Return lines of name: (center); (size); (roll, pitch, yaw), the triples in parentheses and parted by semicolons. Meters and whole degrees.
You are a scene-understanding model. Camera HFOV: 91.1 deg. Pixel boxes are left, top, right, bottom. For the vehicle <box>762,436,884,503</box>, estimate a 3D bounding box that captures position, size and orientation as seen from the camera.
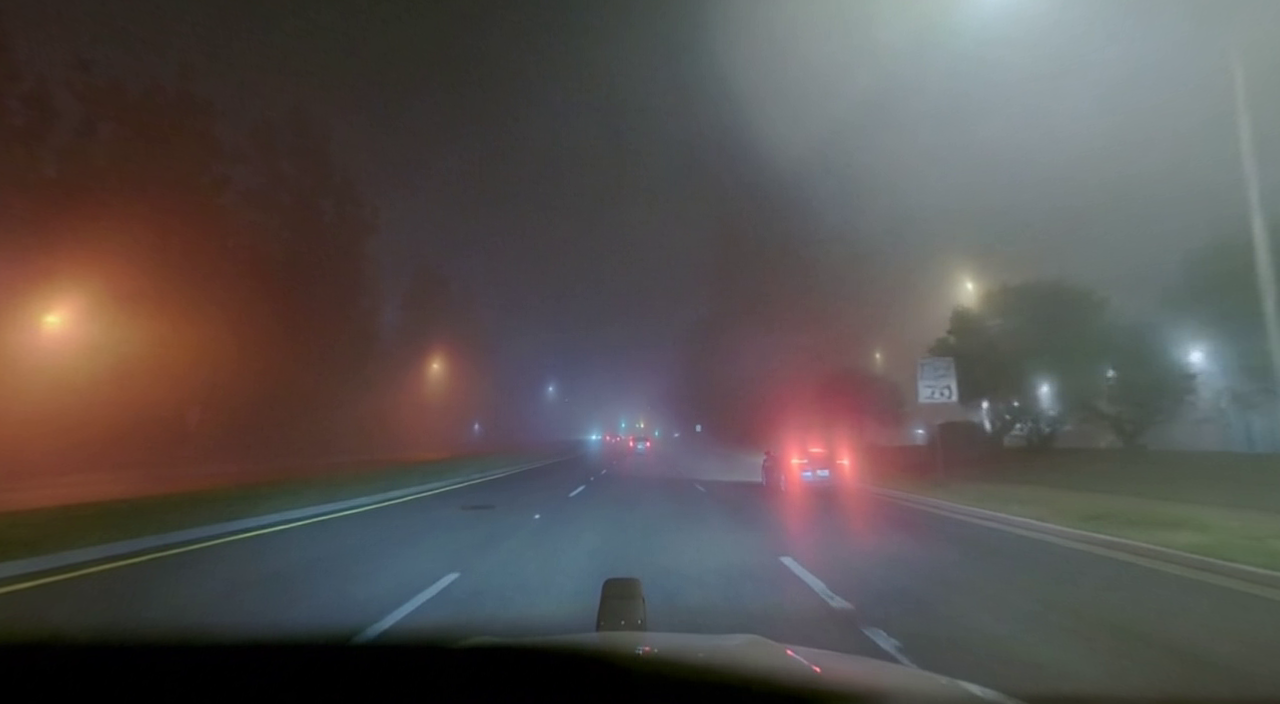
vehicle: (4.635, 3.010, 16.628); (1.913, 1.516, 4.322); (0, -8, 0)
